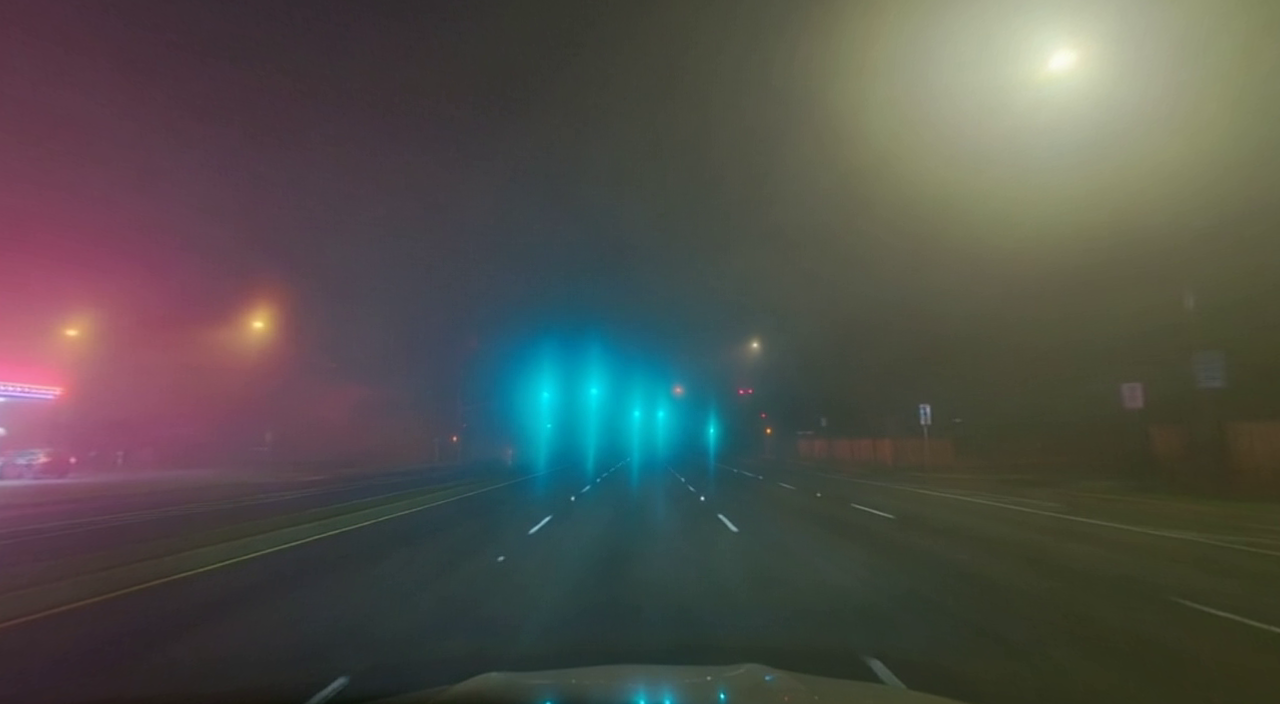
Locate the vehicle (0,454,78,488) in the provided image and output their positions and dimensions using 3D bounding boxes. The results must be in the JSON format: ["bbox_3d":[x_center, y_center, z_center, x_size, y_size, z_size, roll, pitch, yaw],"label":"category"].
[{"bbox_3d":[-34.493,6.568,34.924,1.992,1.721,4.570,-7,-11,39],"label":"vehicle"}]
